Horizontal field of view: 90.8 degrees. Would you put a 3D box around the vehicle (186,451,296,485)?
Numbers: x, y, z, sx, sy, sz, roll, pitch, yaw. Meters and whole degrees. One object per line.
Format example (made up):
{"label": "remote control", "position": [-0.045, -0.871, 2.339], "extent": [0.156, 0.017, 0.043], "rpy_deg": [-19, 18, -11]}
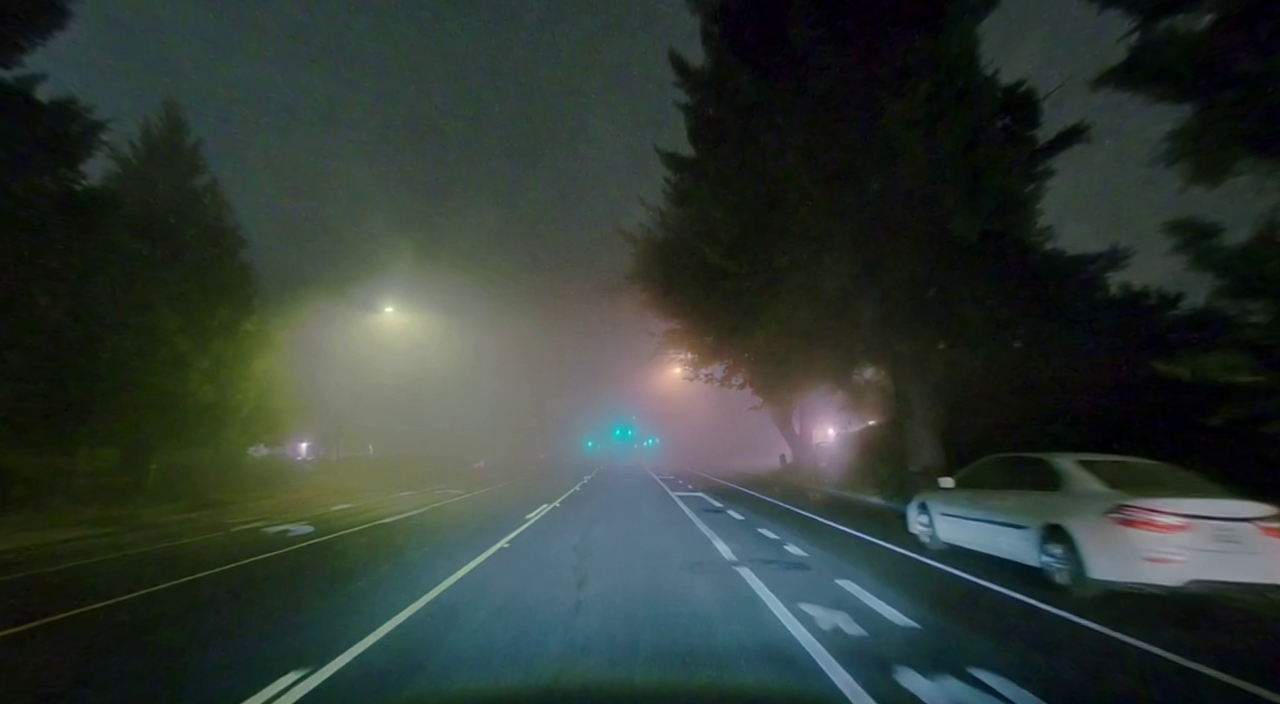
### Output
{"label": "vehicle", "position": [-22.097, 6.406, 35.154], "extent": [4.684, 1.758, 2.138], "rpy_deg": [-1, -8, 2]}

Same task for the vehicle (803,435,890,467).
{"label": "vehicle", "position": [11.687, 5.622, 36.014], "extent": [4.194, 1.680, 2.150], "rpy_deg": [-1, -8, 1]}

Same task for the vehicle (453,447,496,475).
{"label": "vehicle", "position": [-12.454, 8.266, 47.908], "extent": [2.062, 1.821, 4.880], "rpy_deg": [-3, -9, -2]}

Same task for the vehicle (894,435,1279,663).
{"label": "vehicle", "position": [4.628, 1.632, 6.509], "extent": [2.012, 1.474, 4.506], "rpy_deg": [0, -8, -2]}
